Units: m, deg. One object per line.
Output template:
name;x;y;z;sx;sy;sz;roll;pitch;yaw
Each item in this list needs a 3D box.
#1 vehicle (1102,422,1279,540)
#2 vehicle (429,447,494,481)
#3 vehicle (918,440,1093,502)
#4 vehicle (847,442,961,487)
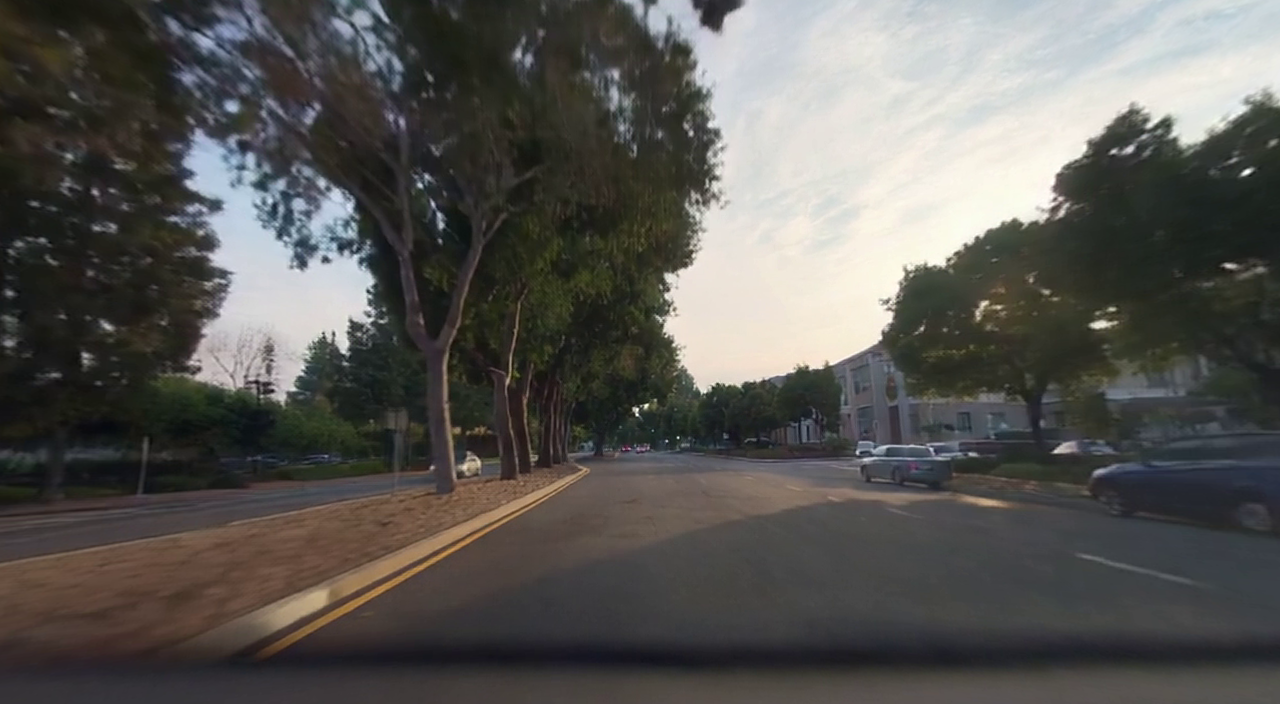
vehicle;9.868;1.965;9.906;1.970;1.610;4.247;0;-9;0
vehicle;-10.072;6.356;36.125;2.108;1.794;4.995;-1;-9;2
vehicle;9.699;3.189;17.339;1.930;1.453;4.665;0;-9;-1
vehicle;9.510;4.089;23.253;1.898;1.477;4.695;0;-9;-4
